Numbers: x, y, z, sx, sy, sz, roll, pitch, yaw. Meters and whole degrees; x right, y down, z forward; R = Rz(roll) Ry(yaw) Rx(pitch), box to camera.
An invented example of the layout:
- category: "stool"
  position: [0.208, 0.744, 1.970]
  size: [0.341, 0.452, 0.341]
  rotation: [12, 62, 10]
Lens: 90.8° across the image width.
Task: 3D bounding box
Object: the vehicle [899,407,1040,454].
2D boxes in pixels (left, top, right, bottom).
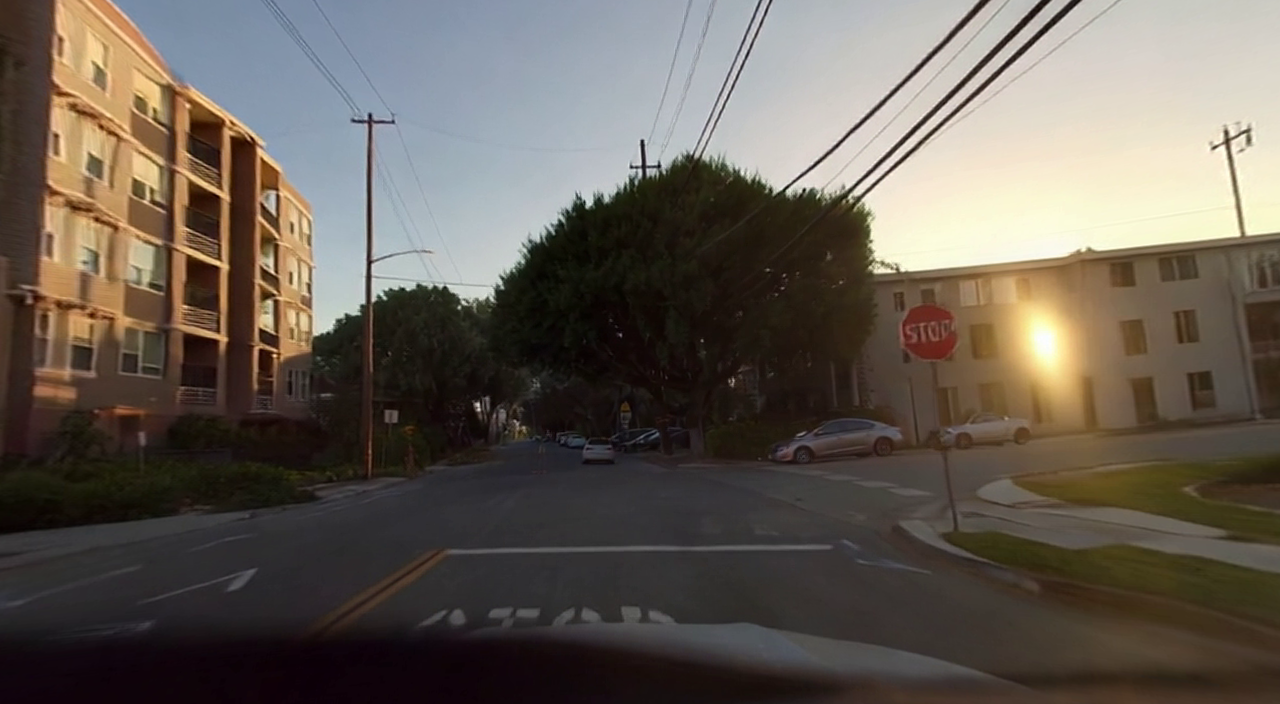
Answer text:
- category: "vehicle"
  position: [13.453, 3.241, 25.900]
  size: [4.830, 1.490, 1.878]
  rotation: [-2, -10, -11]

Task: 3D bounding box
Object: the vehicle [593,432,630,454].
- category: "vehicle"
  position: [-2.055, 6.348, 43.976]
  size: [1.918, 1.475, 4.060]
  rotation: [1, -9, -12]

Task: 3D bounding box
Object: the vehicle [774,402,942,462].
- category: "vehicle"
  position: [7.158, 2.726, 21.217]
  size: [4.790, 1.872, 2.155]
  rotation: [0, -10, 1]
